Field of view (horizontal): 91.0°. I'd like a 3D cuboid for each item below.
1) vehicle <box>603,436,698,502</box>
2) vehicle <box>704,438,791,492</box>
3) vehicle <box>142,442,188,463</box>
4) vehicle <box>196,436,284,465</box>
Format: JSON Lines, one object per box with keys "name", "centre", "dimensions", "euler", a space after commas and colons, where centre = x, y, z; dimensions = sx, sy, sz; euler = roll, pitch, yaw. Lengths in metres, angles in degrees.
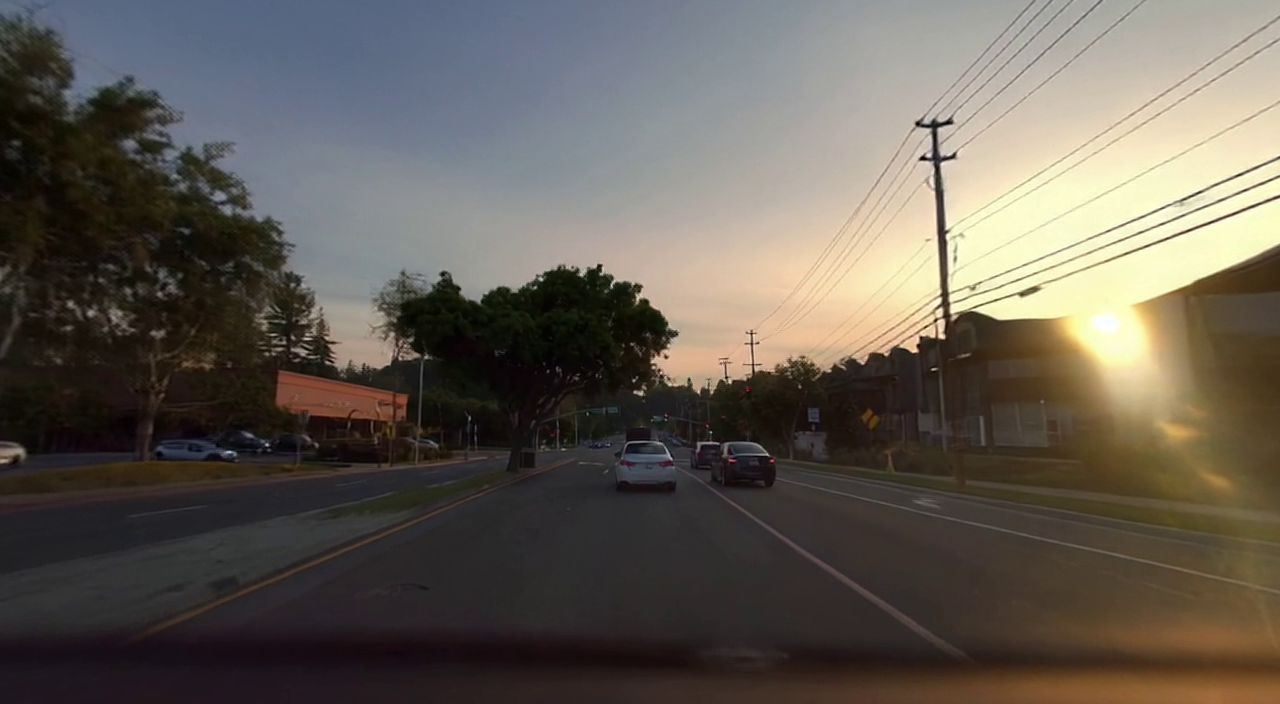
{"name": "vehicle", "centre": [0.178, 2.966, 16.347], "dimensions": [2.144, 1.473, 4.028], "euler": [0, -8, -2]}
{"name": "vehicle", "centre": [3.235, 3.495, 19.846], "dimensions": [1.985, 1.489, 4.036], "euler": [0, -8, -1]}
{"name": "vehicle", "centre": [-36.284, 7.648, 48.181], "dimensions": [1.849, 1.533, 4.091], "euler": [4, -9, -24]}
{"name": "vehicle", "centre": [-27.225, 6.715, 43.035], "dimensions": [4.687, 1.894, 2.149], "euler": [4, -9, -23]}
